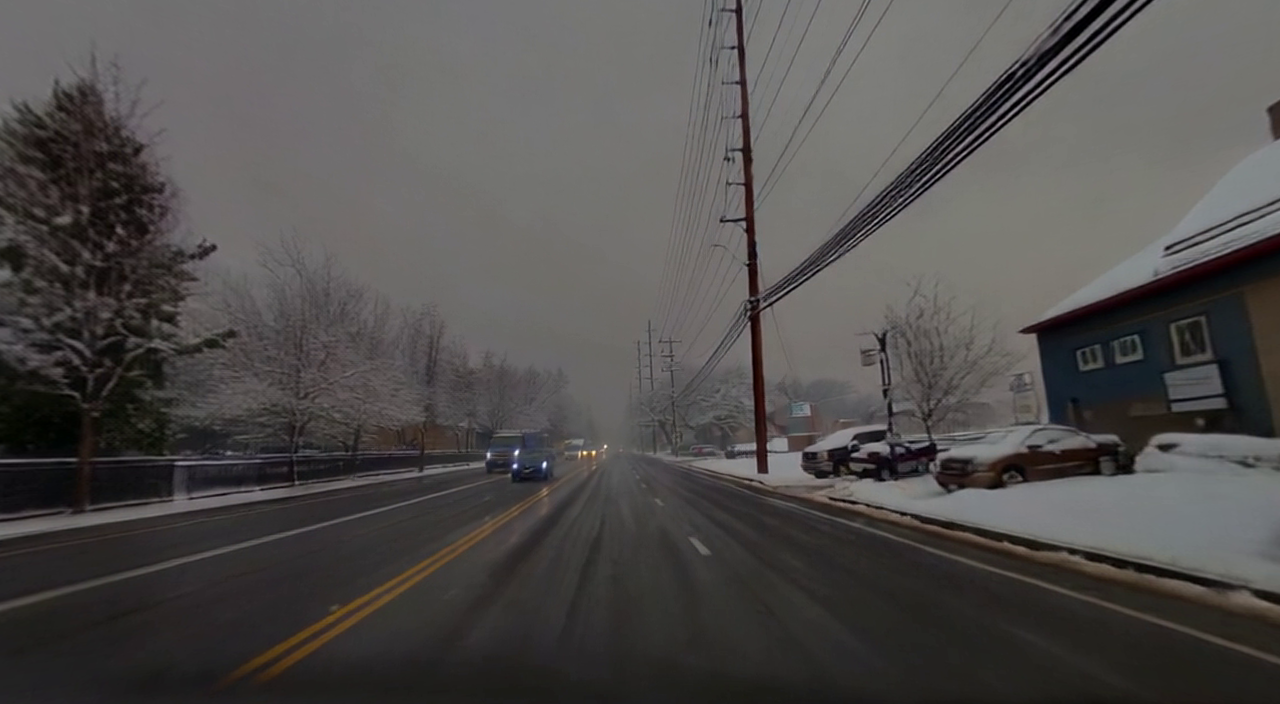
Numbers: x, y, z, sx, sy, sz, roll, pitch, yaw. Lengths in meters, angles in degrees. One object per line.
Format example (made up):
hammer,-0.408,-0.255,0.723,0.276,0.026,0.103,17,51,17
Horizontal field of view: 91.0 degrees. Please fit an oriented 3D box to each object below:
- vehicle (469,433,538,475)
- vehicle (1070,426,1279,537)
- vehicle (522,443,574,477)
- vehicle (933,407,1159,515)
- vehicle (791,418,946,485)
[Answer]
vehicle,-8.418,6.383,39.819,2.909,2.362,7.390,0,-8,-1
vehicle,9.906,2.145,11.114,4.667,1.548,2.143,5,-10,-34
vehicle,-4.526,5.399,31.709,1.998,1.562,4.433,0,-8,-1
vehicle,9.465,2.427,14.532,5.414,2.035,2.476,6,-10,-36
vehicle,9.138,3.863,24.837,6.532,2.291,2.575,6,-11,-38
